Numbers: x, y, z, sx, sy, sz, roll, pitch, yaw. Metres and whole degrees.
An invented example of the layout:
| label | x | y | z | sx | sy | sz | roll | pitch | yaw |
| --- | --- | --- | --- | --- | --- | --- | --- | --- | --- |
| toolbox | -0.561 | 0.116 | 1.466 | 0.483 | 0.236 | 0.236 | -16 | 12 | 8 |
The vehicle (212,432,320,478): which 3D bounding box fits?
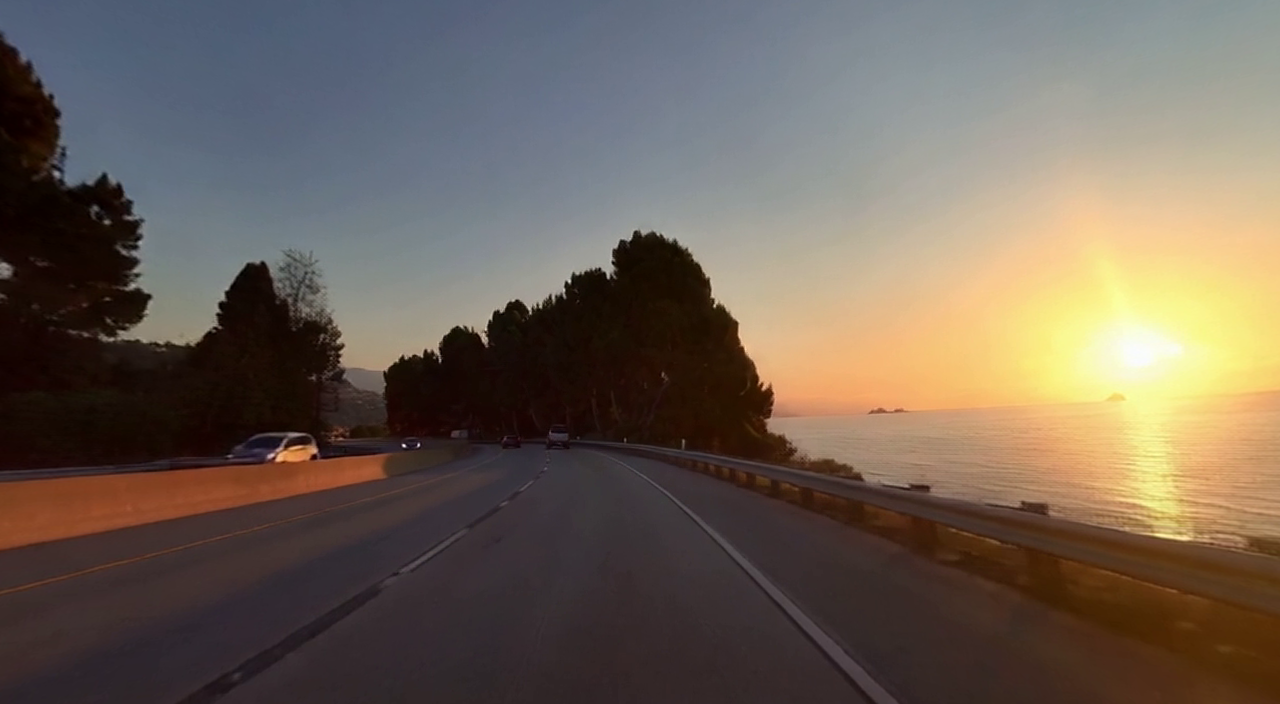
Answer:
| label | x | y | z | sx | sy | sz | roll | pitch | yaw |
| --- | --- | --- | --- | --- | --- | --- | --- | --- | --- |
| vehicle | -15.912 | 4.394 | 27.159 | 2.276 | 1.759 | 4.462 | 1 | -8 | -7 |
